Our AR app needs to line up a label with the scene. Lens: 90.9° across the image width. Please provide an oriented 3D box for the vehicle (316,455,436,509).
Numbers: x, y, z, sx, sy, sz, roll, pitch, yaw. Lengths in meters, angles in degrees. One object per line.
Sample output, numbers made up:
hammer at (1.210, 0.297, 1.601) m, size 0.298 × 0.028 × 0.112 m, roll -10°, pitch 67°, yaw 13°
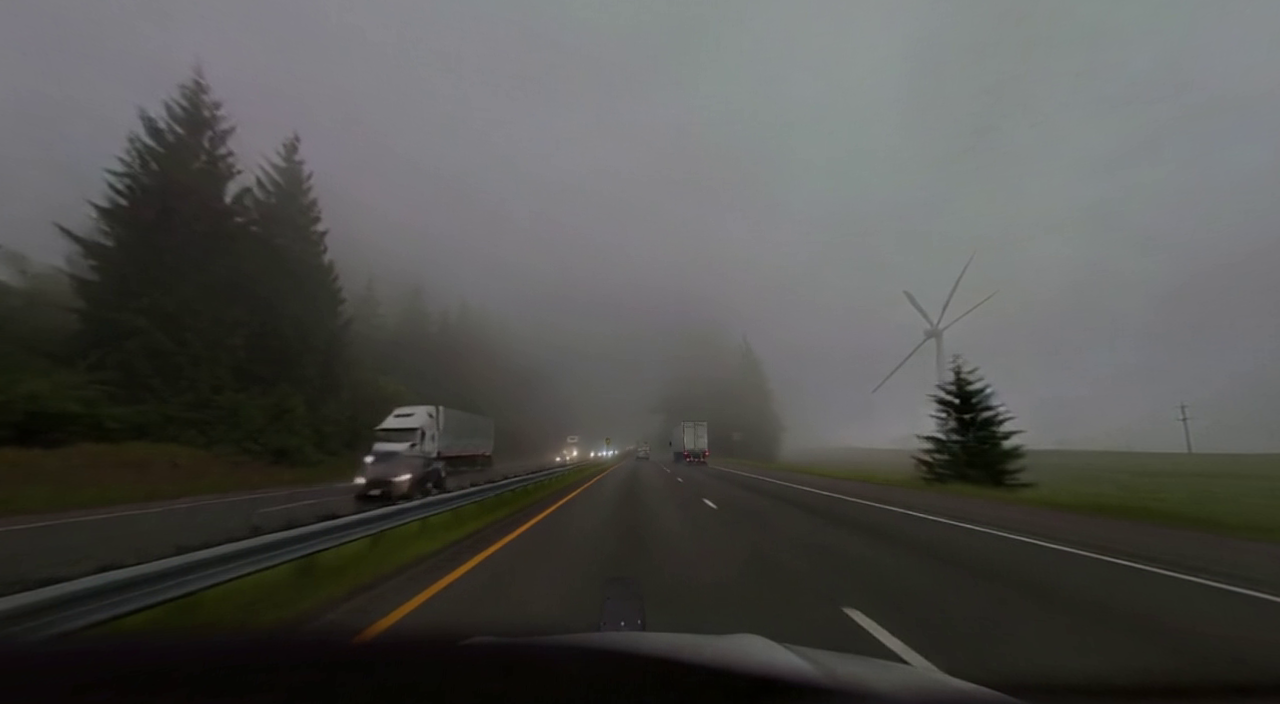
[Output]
vehicle at (-8.401, 4.138, 20.568) m, size 2.015 × 1.523 × 4.279 m, roll 0°, pitch -9°, yaw 1°

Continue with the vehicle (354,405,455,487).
vehicle at (-12.492, 5.091, 34.092) m, size 3.016 × 3.985 × 5.905 m, roll 0°, pitch -9°, yaw 0°
